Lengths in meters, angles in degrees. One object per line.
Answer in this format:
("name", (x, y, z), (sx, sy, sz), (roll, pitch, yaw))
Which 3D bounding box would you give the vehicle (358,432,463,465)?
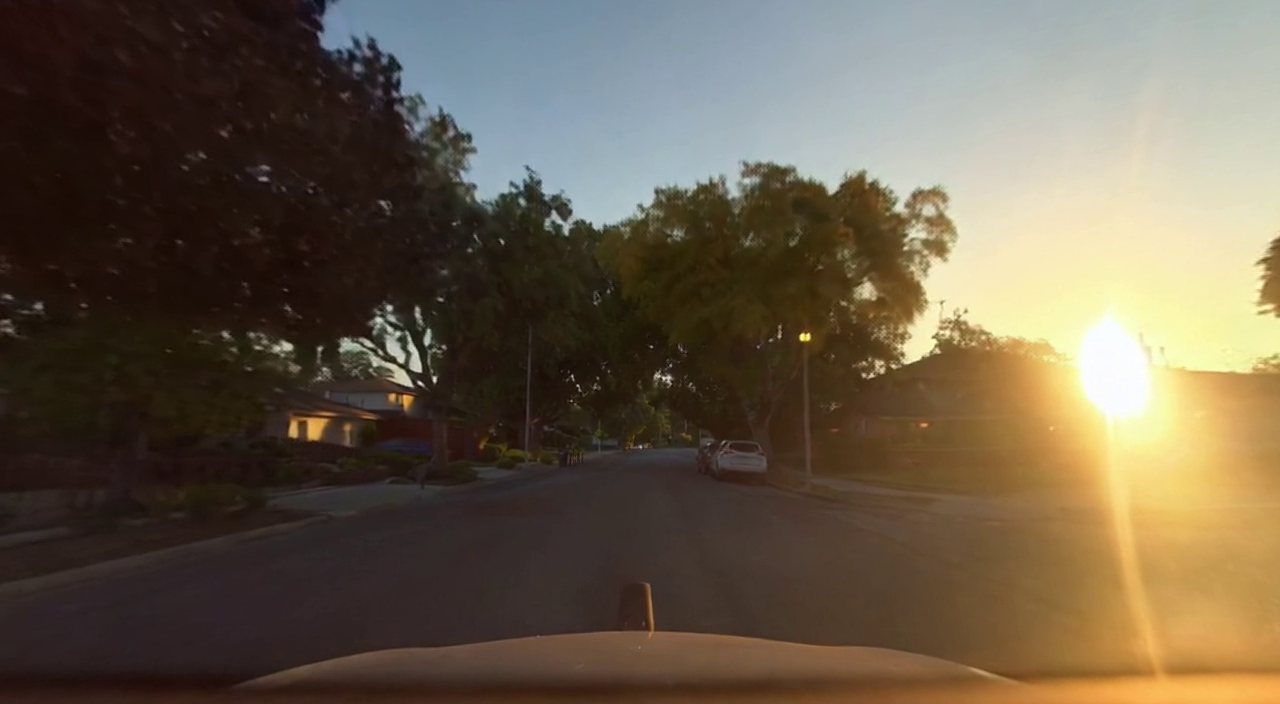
("vehicle", (-12.555, 5.290, 34.629), (4.906, 1.564, 1.988), (1, -8, 6))

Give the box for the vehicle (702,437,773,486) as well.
("vehicle", (3.787, 4.331, 25.245), (2.046, 1.760, 4.570), (0, -8, -1))
